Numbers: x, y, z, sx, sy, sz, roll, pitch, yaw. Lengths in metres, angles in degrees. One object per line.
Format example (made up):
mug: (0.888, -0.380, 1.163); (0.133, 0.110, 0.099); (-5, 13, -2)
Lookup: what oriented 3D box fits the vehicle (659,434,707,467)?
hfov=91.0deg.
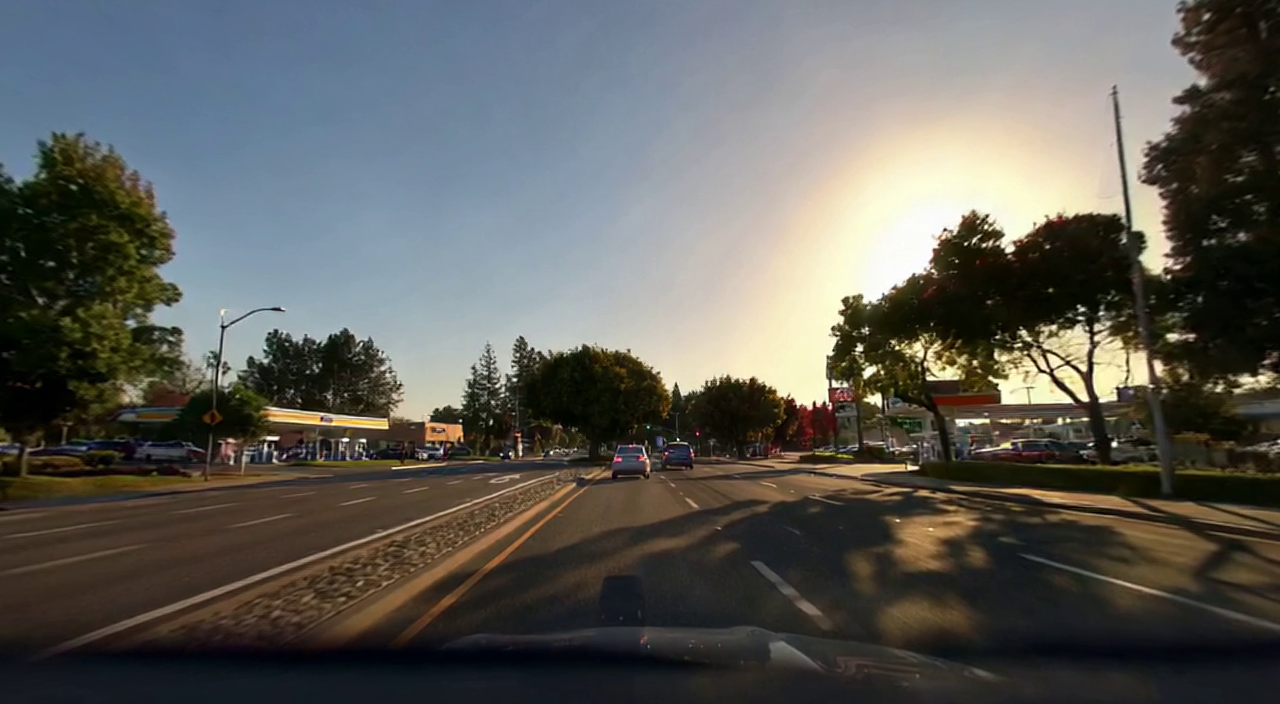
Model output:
vehicle: (2.844, 6.748, 43.261); (2.731, 2.101, 6.047); (0, -8, -2)

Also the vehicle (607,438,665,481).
vehicle: (-0.192, 4.299, 25.348); (2.145, 1.572, 4.021); (0, -8, -1)
